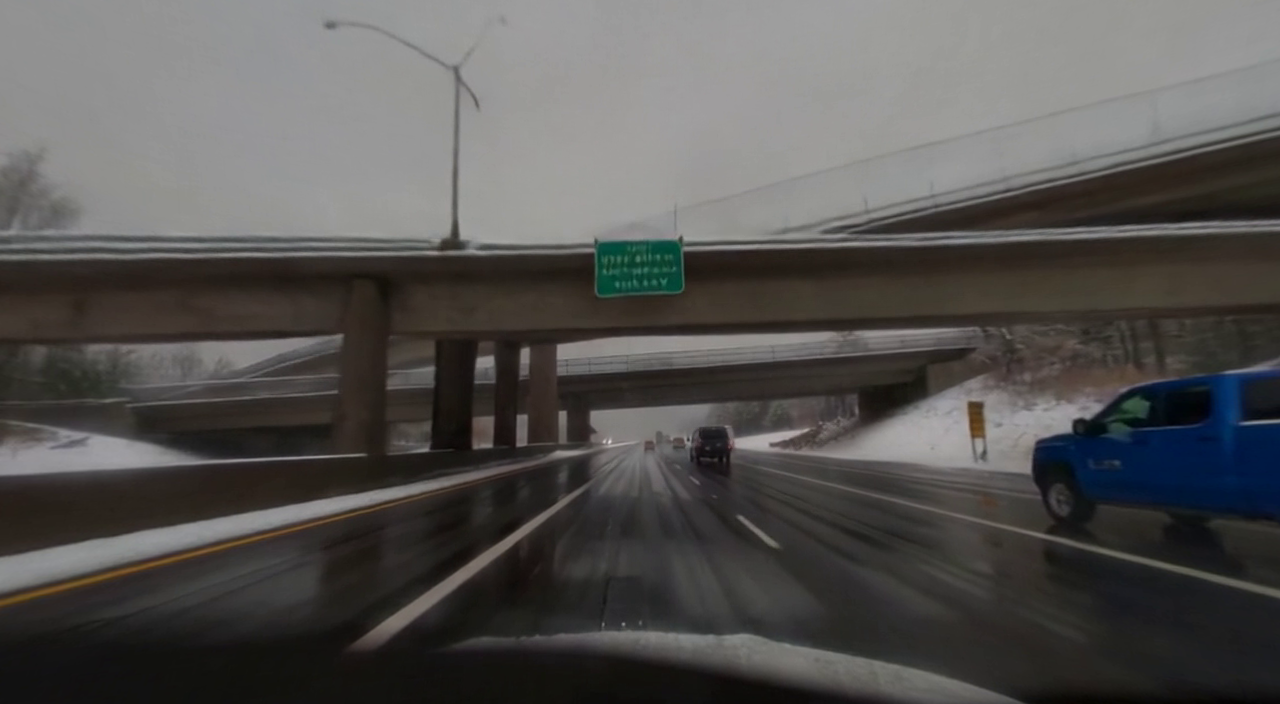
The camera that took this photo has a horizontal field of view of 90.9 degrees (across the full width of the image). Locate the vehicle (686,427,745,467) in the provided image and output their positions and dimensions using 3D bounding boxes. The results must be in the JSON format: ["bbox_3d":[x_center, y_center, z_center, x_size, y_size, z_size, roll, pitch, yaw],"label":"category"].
[{"bbox_3d":[4.076,5.292,35.158,2.505,2.020,5.532,0,-8,0],"label":"vehicle"}]
